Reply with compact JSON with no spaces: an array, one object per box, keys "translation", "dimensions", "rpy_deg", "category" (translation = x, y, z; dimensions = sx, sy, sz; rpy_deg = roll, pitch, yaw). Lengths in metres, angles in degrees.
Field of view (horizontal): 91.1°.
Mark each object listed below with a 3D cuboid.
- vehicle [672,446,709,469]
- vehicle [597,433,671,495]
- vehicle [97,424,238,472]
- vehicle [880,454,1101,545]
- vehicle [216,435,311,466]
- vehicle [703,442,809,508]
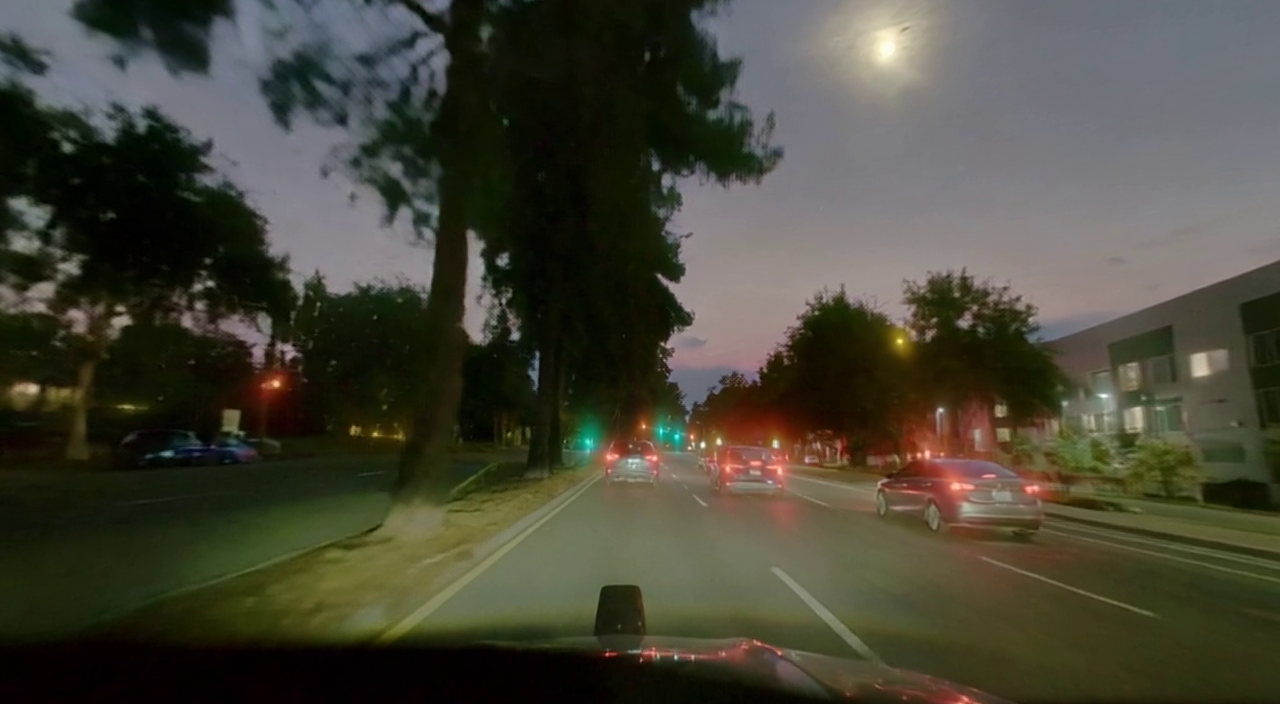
[{"translation":[3.299,6.938,41.510],"dimensions":[2.012,1.462,4.163],"rpy_deg":[0,-9,-1],"category":"vehicle"},{"translation":[-0.162,3.395,19.360],"dimensions":[2.008,1.674,4.239],"rpy_deg":[0,-9,0],"category":"vehicle"},{"translation":[-19.097,3.922,25.735],"dimensions":[1.903,1.768,4.985],"rpy_deg":[0,-9,0],"category":"vehicle"},{"translation":[6.747,2.832,12.756],"dimensions":[1.944,1.458,4.268],"rpy_deg":[0,-9,-1],"category":"vehicle"},{"translation":[-18.949,4.989,31.926],"dimensions":[1.851,1.477,4.891],"rpy_deg":[0,-9,-1],"category":"vehicle"},{"translation":[2.928,3.191,16.805],"dimensions":[1.932,1.510,4.168],"rpy_deg":[0,-9,-1],"category":"vehicle"}]
